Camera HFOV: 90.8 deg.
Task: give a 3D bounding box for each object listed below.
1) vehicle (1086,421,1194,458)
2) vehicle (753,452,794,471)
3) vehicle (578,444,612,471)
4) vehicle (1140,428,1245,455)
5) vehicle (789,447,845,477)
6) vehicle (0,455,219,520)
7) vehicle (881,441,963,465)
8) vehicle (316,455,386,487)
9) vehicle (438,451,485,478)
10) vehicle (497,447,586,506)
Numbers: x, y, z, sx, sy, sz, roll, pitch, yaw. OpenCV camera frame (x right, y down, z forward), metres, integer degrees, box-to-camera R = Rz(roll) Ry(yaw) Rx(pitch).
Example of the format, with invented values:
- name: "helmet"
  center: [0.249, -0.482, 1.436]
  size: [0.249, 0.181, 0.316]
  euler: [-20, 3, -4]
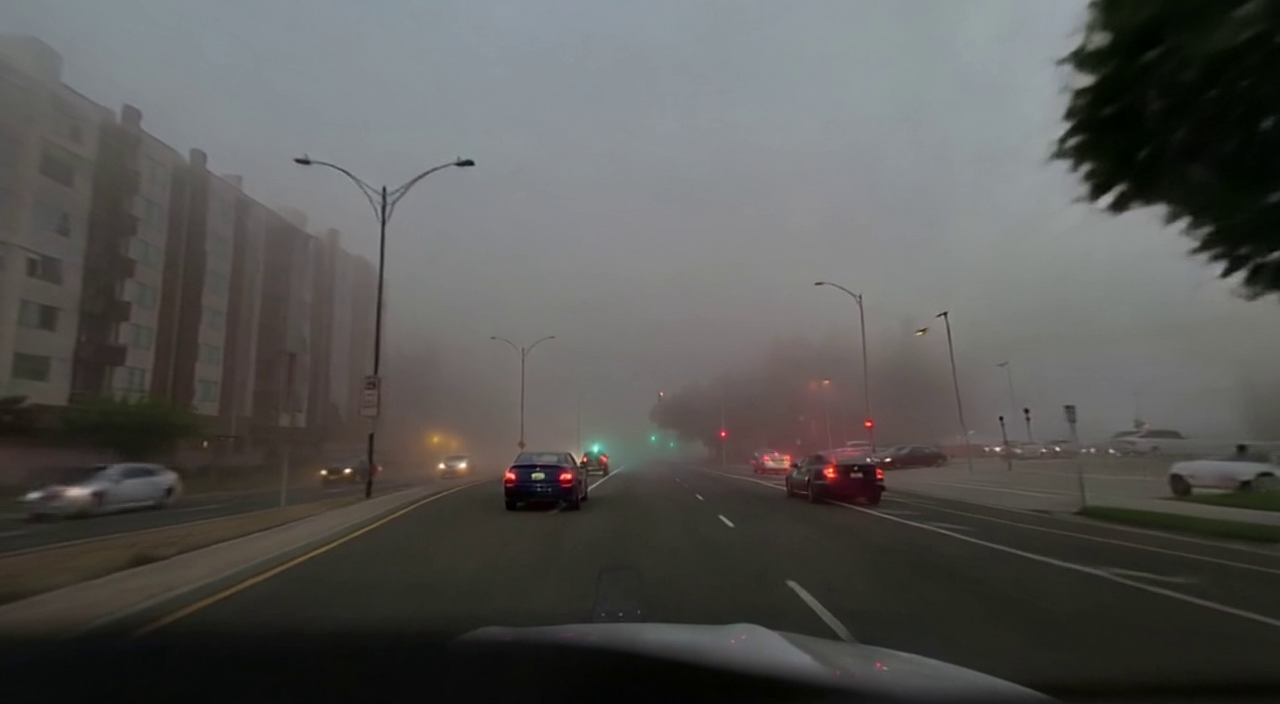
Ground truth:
- name: "vehicle"
  center: [33.402, 5.893, 42.329]
  size: [5.156, 2.086, 2.144]
  euler: [-3, -11, 1]
- name: "vehicle"
  center: [10.371, 8.567, 49.572]
  size: [2.045, 1.418, 4.869]
  euler: [0, -9, -1]
- name: "vehicle"
  center: [-3.310, 7.899, 47.387]
  size: [2.220, 1.888, 4.904]
  euler: [0, -9, 0]
- name: "vehicle"
  center: [34.035, 5.540, 39.006]
  size: [4.531, 1.596, 1.929]
  euler: [-1, -9, 2]
- name: "vehicle"
  center: [10.476, 6.529, 37.757]
  size: [1.975, 1.677, 4.400]
  euler: [0, -9, -1]
- name: "vehicle"
  center: [-14.301, 3.615, 17.419]
  size: [2.149, 1.468, 4.707]
  euler: [0, -9, -1]
- name: "vehicle"
  center: [18.549, 6.655, 41.743]
  size: [4.416, 1.519, 1.988]
  euler: [-1, -9, 2]
- name: "vehicle"
  center: [-14.436, 5.951, 31.800]
  size: [1.808, 1.444, 3.609]
  euler: [0, -9, -1]
- name: "vehicle"
  center: [-11.056, 6.969, 39.315]
  size: [1.867, 1.524, 3.654]
  euler: [0, -9, 0]
- name: "vehicle"
  center: [-2.663, 3.484, 18.116]
  size: [2.144, 1.447, 4.421]
  euler: [0, -9, -4]
